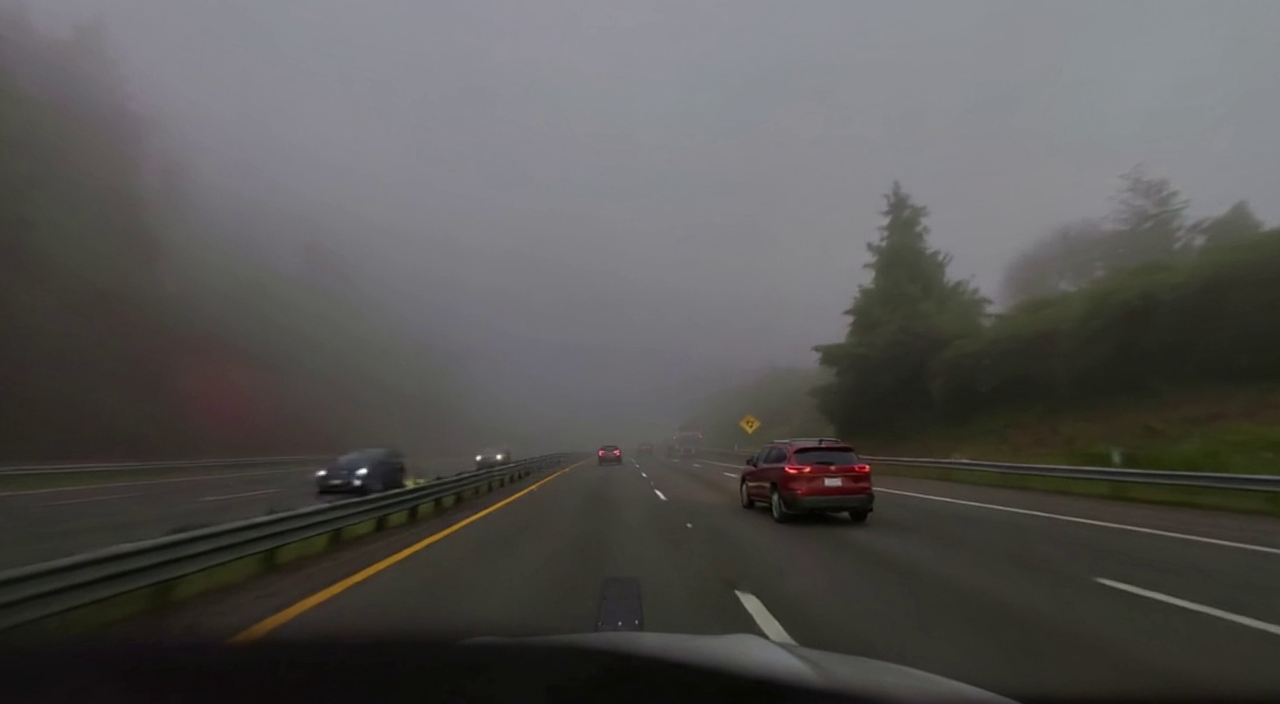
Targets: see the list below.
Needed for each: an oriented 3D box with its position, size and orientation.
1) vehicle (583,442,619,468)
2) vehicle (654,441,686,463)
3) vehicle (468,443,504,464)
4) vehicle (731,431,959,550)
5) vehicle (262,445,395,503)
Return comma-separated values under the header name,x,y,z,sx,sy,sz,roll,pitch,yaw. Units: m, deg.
name,x,y,z,sx,sy,sz,roll,pitch,yaw
vehicle,-2.353,6.252,38.677,2.055,1.466,4.317,1,-8,-3
vehicle,2.186,7.404,46.806,1.995,1.556,3.893,1,-8,-3
vehicle,-11.943,7.906,49.131,1.918,1.515,3.988,0,-8,-2
vehicle,2.977,2.090,10.479,1.961,1.495,4.743,1,-8,-3
vehicle,-9.179,3.580,19.039,1.855,1.455,4.469,0,-8,-2
